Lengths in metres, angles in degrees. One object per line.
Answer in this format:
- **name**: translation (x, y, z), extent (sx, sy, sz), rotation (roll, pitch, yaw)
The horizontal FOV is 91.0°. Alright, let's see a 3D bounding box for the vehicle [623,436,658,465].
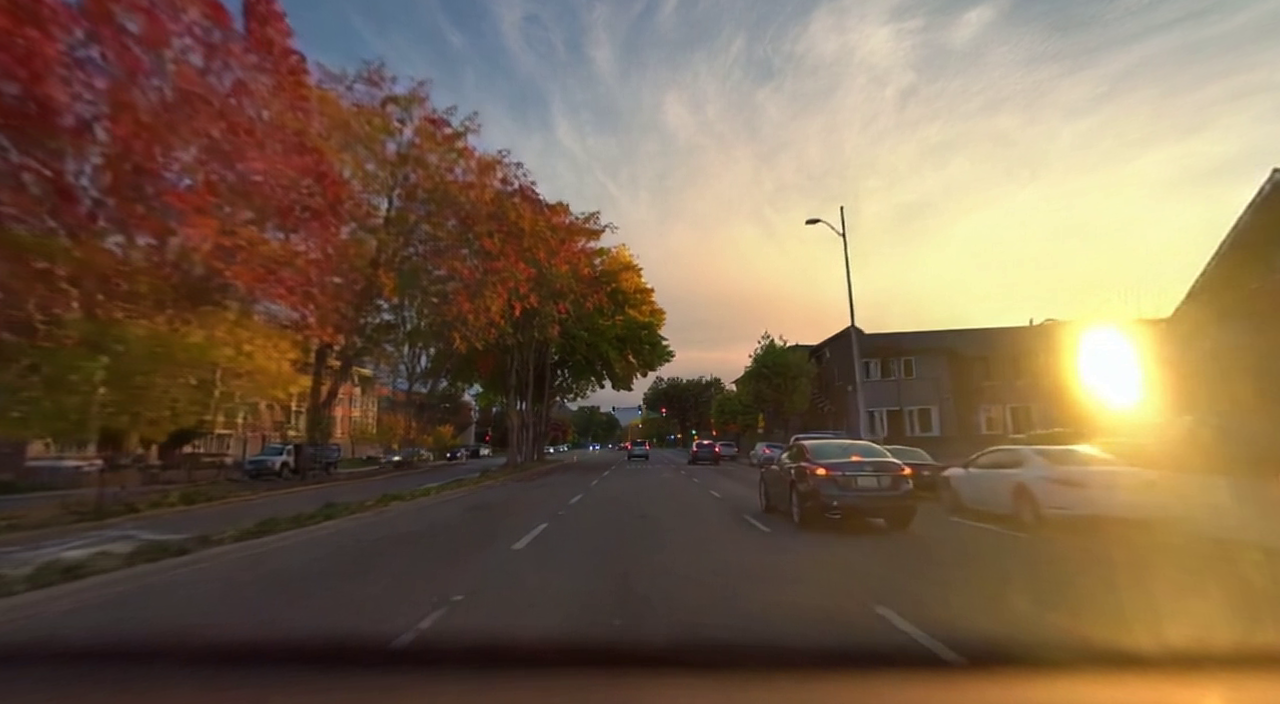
- **vehicle**: translation (0.034, 6.826, 43.760), extent (2.239, 1.856, 4.815), rotation (0, -9, 0)

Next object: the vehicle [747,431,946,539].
- **vehicle**: translation (3.320, 2.227, 11.241), extent (1.977, 1.498, 4.521), rotation (0, -9, -1)

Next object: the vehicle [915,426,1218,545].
- **vehicle**: translation (6.856, 2.180, 10.976), extent (2.061, 1.593, 4.602), rotation (0, -9, 0)

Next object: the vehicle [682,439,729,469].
- **vehicle**: translation (3.574, 5.718, 35.323), extent (2.178, 1.546, 4.311), rotation (0, -9, 0)

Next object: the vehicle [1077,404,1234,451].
- **vehicle**: translation (21.772, 3.285, 26.768), extent (2.025, 1.768, 4.672), rotation (6, -11, -38)

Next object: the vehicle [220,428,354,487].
- **vehicle**: translation (-22.267, 6.729, 40.609), extent (2.961, 3.271, 9.547), rotation (0, -9, 1)
